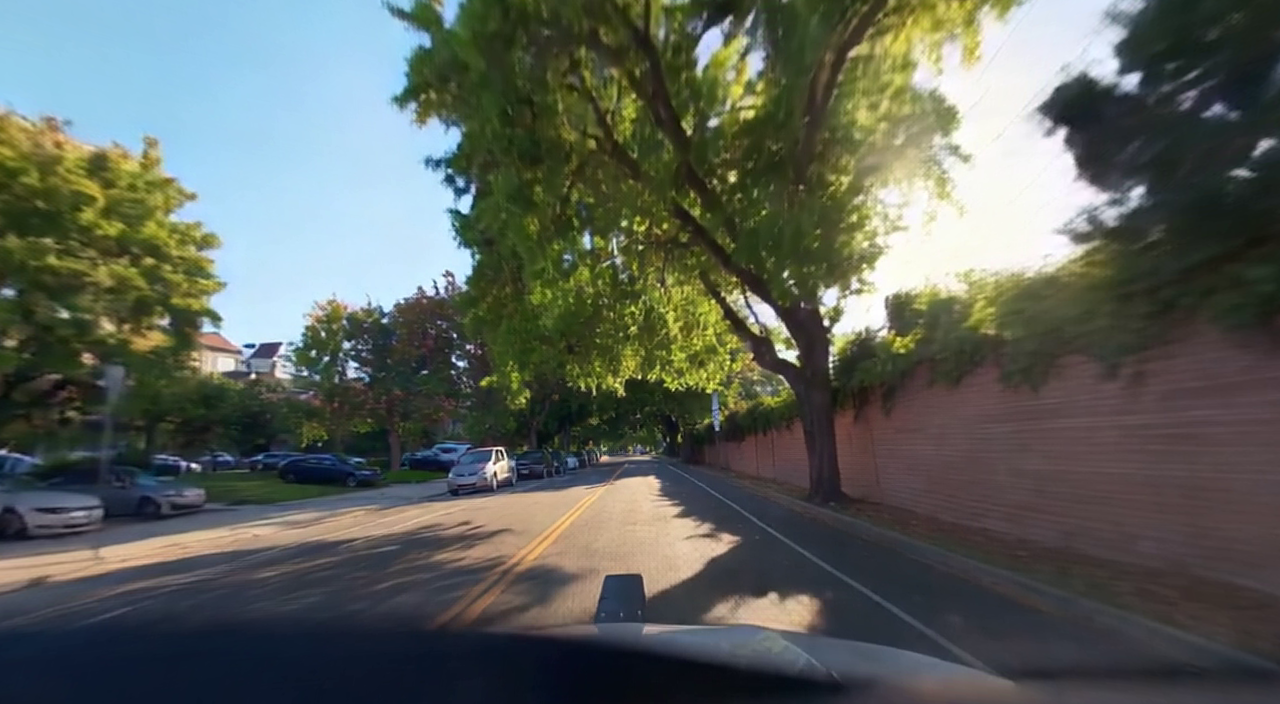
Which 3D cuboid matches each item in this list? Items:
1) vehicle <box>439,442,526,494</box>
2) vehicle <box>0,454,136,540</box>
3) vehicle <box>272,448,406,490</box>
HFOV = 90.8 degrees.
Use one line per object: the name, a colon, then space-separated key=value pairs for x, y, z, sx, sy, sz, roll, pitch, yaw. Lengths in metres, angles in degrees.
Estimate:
vehicle: x=-6.247 y=4.629 z=25.863 sx=2.109 sy=1.847 sz=5.553 roll=0 pitch=-8 yaw=0
vehicle: x=-13.481 y=2.970 z=13.301 sx=3.947 sy=1.584 sz=2.016 roll=1 pitch=-9 yaw=1
vehicle: x=-13.524 y=5.253 z=28.577 sx=4.991 sy=1.692 sz=1.960 roll=1 pitch=-8 yaw=1
